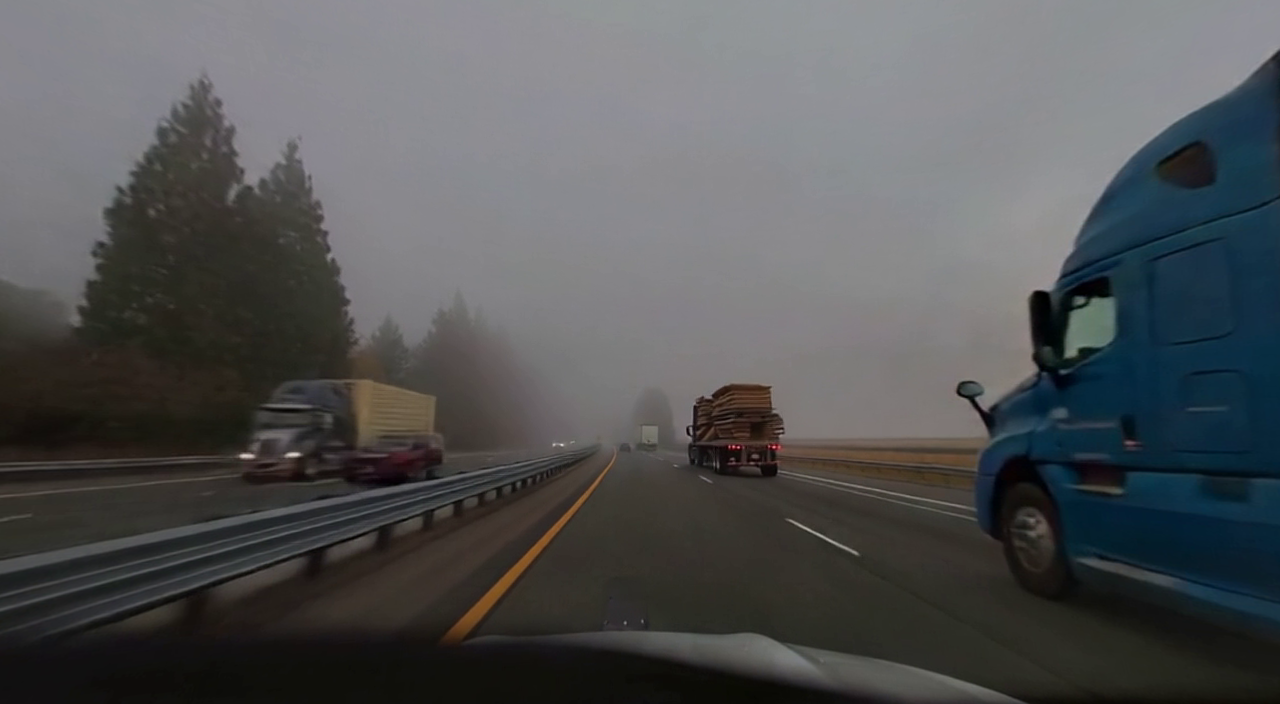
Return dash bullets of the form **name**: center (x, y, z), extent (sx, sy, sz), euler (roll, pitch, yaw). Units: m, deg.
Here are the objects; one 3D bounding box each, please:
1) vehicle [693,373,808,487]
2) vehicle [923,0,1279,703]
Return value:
- **vehicle**: center (4.638, 3.894, 30.874), extent (3.023, 4.054, 16.882), euler (0, -8, 1)
- **vehicle**: center (4.759, -0.080, 3.780), extent (3.062, 3.891, 6.234), euler (0, -8, 0)
